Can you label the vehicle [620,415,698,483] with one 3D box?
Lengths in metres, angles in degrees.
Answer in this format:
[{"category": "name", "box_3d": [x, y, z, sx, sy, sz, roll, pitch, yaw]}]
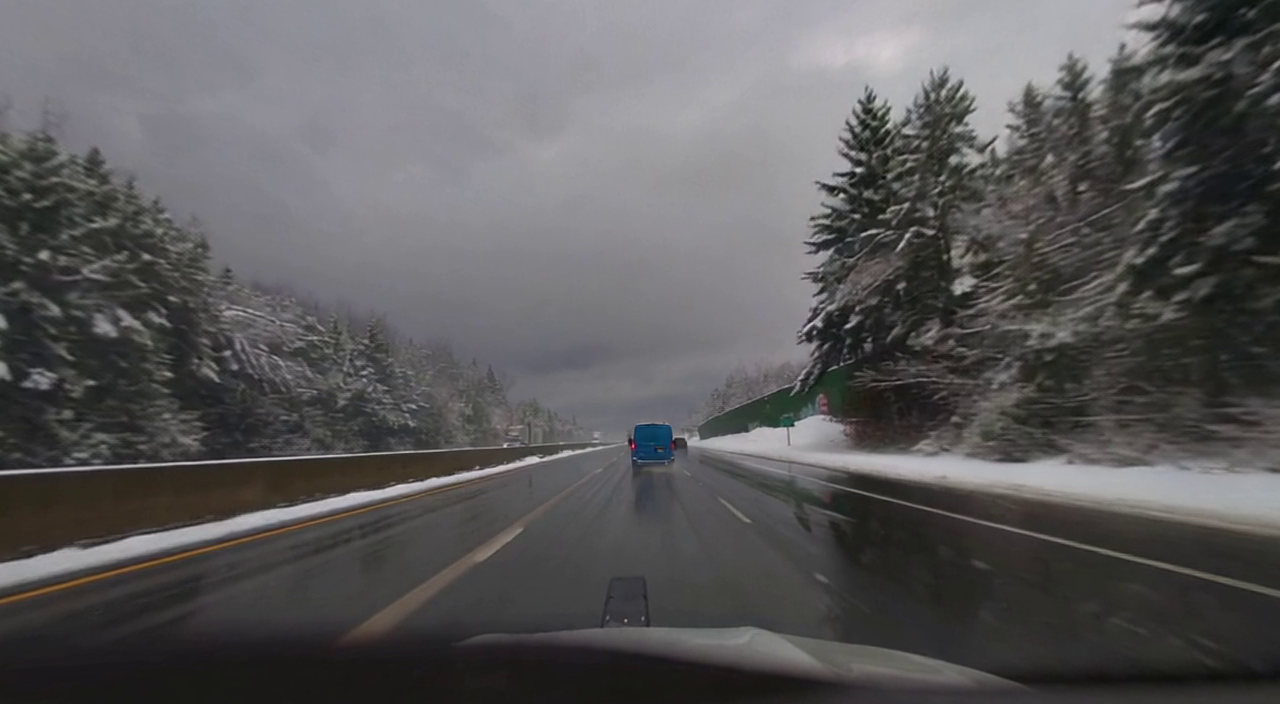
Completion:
[{"category": "vehicle", "box_3d": [0.549, 3.170, 20.722, 2.283, 1.956, 4.421, 0, -8, 0]}]
